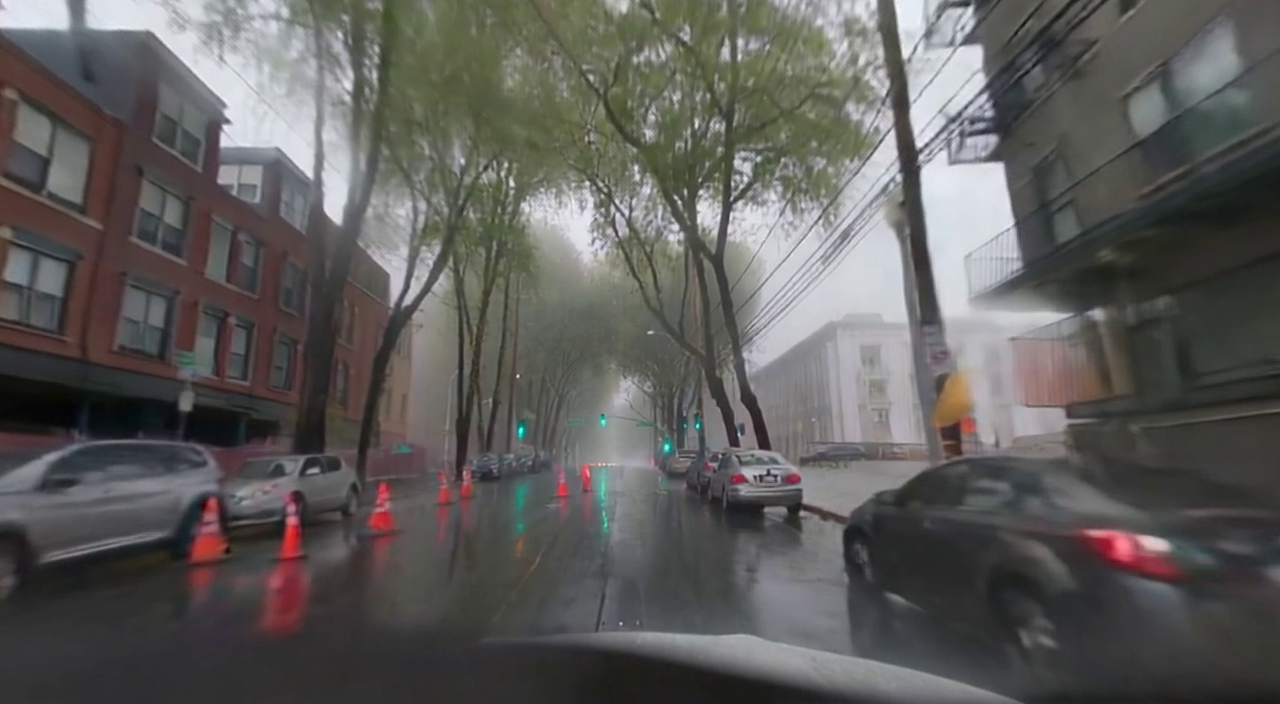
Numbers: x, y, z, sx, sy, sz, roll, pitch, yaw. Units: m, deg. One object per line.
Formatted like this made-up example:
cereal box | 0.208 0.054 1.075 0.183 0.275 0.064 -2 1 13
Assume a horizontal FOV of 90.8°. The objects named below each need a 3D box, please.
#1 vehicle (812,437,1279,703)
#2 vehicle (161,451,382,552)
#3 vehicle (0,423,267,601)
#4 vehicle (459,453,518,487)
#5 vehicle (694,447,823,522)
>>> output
vehicle | 3.132 1.377 4.589 2.077 1.445 4.897 0 -8 -4
vehicle | -6.726 2.714 12.225 1.900 1.520 4.320 0 -8 -4
vehicle | -7.806 1.774 7.361 5.507 1.819 2.077 2 -9 -16
vehicle | -7.229 5.640 30.562 1.968 1.450 4.271 0 -8 -3
vehicle | 2.613 3.057 15.267 2.010 1.499 4.754 0 -8 -2
